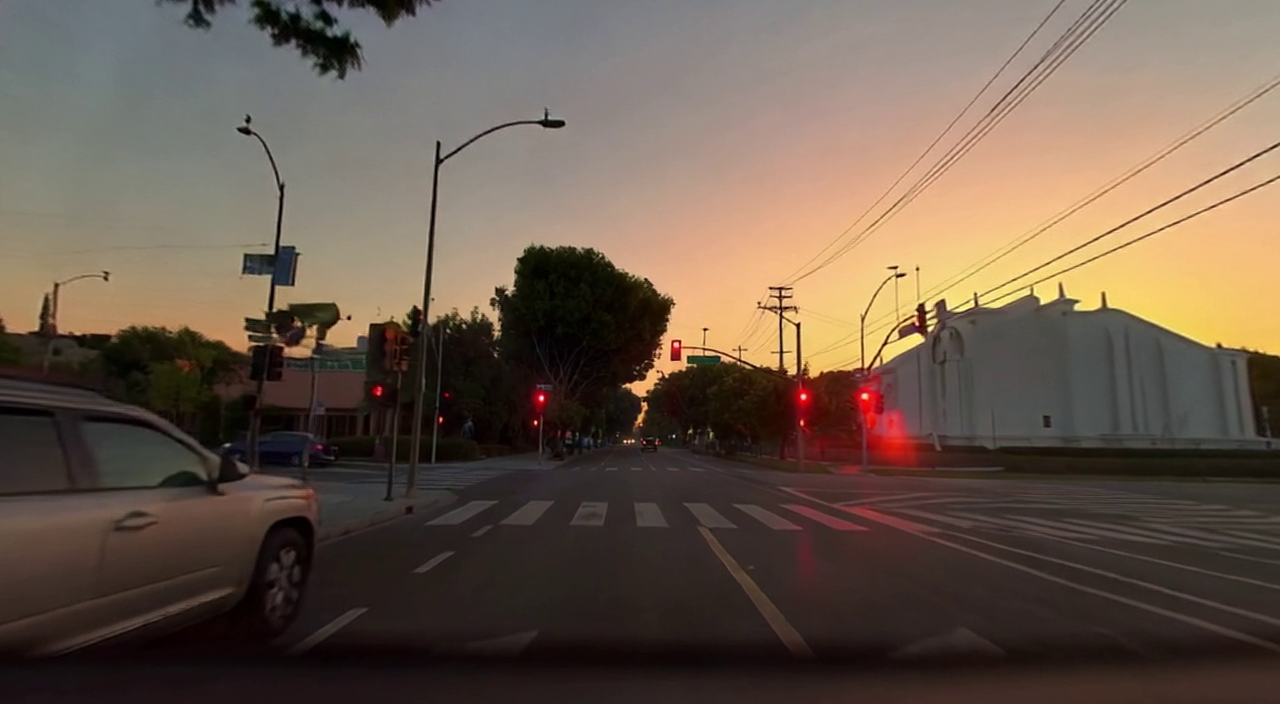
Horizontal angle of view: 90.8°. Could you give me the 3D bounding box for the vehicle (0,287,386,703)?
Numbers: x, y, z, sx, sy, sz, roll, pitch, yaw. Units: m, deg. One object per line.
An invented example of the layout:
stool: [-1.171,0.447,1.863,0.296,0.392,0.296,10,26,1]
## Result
vehicle: [-3.297,0.701,1.931,2.271,1.885,6.346,0,-8,1]
